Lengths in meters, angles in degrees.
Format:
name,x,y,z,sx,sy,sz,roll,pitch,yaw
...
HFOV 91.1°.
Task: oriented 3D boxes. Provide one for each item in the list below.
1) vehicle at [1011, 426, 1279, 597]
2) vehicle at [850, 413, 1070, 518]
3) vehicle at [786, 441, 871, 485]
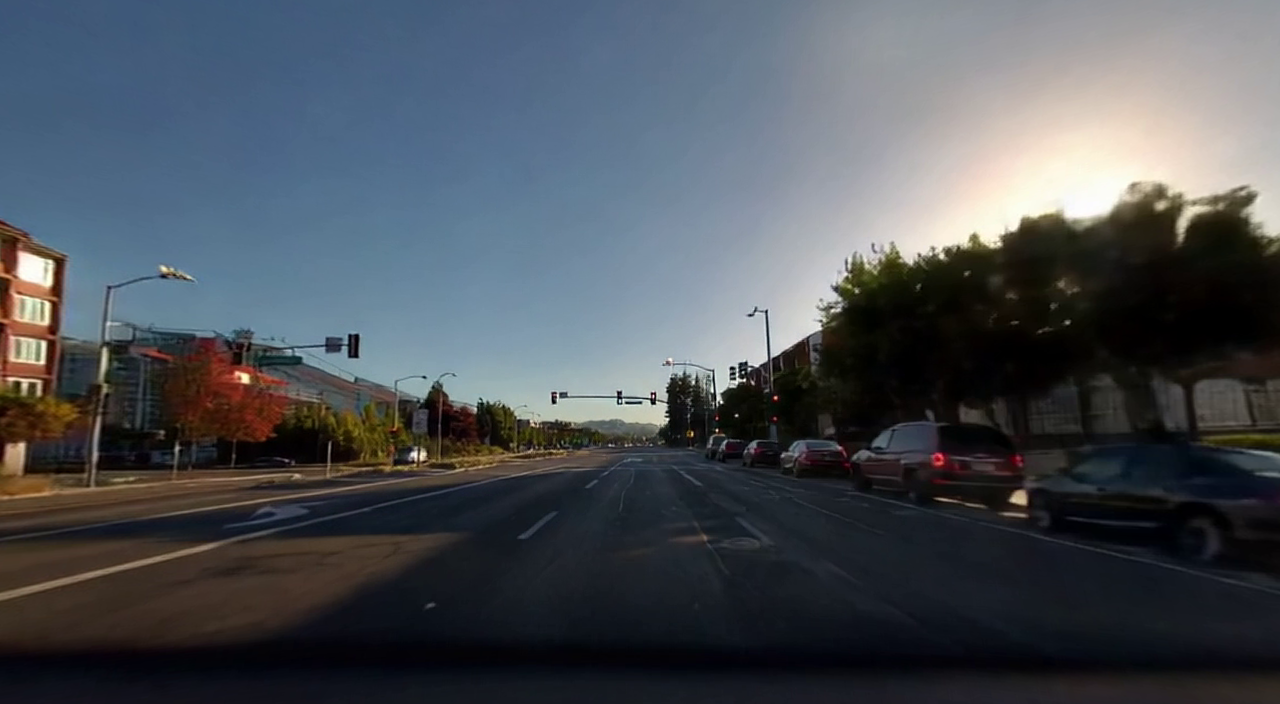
name,x,y,z,sx,sy,sz,roll,pitch,yaw
vehicle,6.680,1.704,7.432,1.863,1.512,4.525,0,-9,1
vehicle,6.607,2.421,13.839,2.169,1.876,4.931,0,-9,-1
vehicle,6.945,4.127,23.651,1.880,1.483,4.510,0,-9,1
